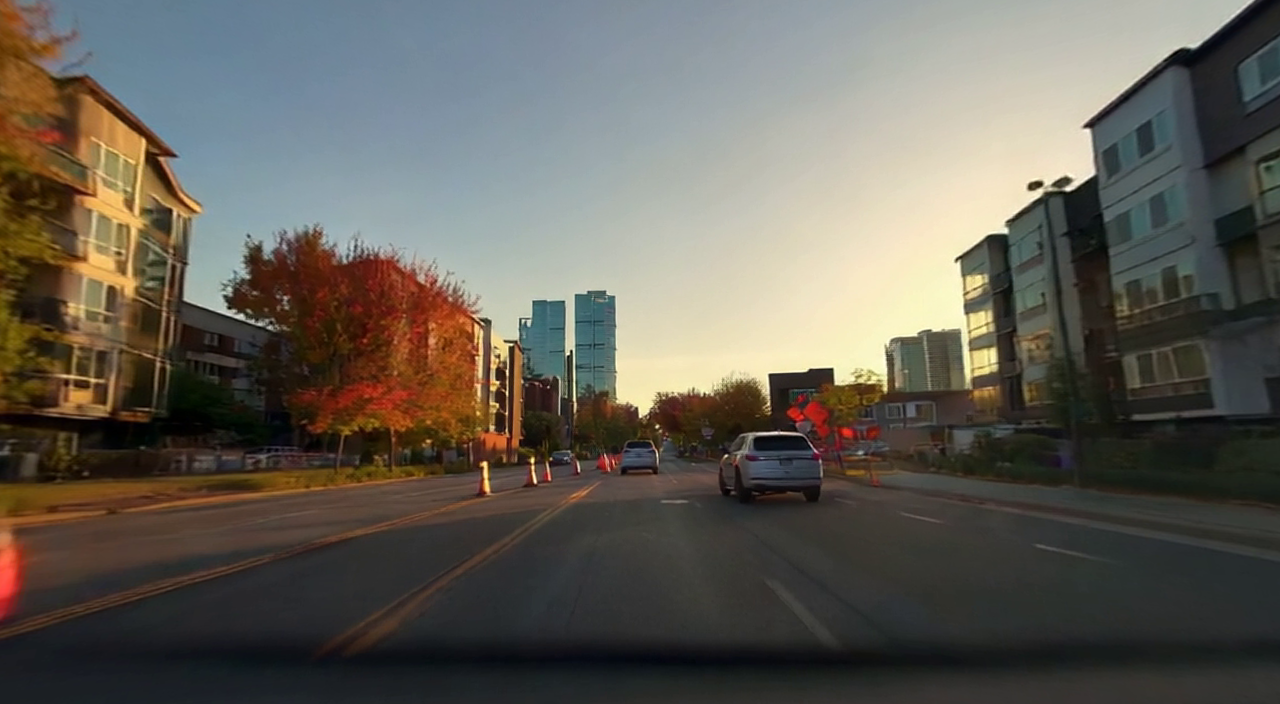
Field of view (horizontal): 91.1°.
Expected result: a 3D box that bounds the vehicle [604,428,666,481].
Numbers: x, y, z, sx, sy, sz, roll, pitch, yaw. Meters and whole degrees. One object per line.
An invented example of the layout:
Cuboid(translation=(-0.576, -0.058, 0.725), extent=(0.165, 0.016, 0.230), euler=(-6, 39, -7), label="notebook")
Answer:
Cuboid(translation=(-0.208, 5.037, 31.098), extent=(2.762, 2.309, 6.723), euler=(0, -9, 0), label="vehicle")

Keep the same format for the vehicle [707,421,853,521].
Cuboid(translation=(2.883, 2.623, 14.453), extent=(2.120, 1.828, 5.531), euler=(0, -9, 0), label="vehicle")
